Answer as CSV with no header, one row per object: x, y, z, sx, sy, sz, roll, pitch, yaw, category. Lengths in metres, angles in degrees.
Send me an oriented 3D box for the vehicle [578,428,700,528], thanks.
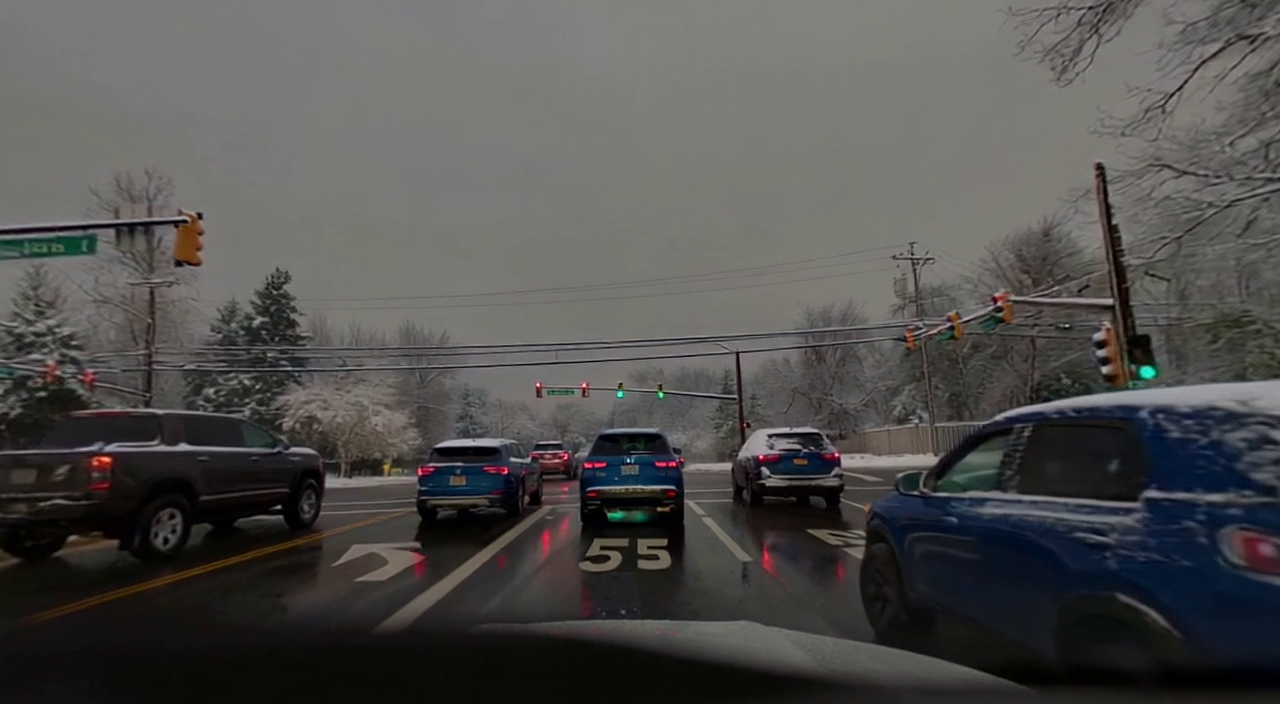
-0.024,2.502,13.077,2.111,1.712,4.078,0,-9,0,vehicle

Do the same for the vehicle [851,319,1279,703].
2.766,0.926,2.895,2.034,1.655,4.465,0,-9,0,vehicle

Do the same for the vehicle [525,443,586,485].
-3.538,4.776,27.275,1.939,1.652,4.268,0,-9,1,vehicle

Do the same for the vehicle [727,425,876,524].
3.286,2.598,13.942,1.999,1.789,4.583,0,-9,-1,vehicle

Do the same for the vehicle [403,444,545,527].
-3.325,2.748,13.664,1.881,1.466,4.484,0,-9,-1,vehicle

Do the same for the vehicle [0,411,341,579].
-6.585,1.909,9.265,2.116,1.812,4.609,0,-9,0,vehicle
